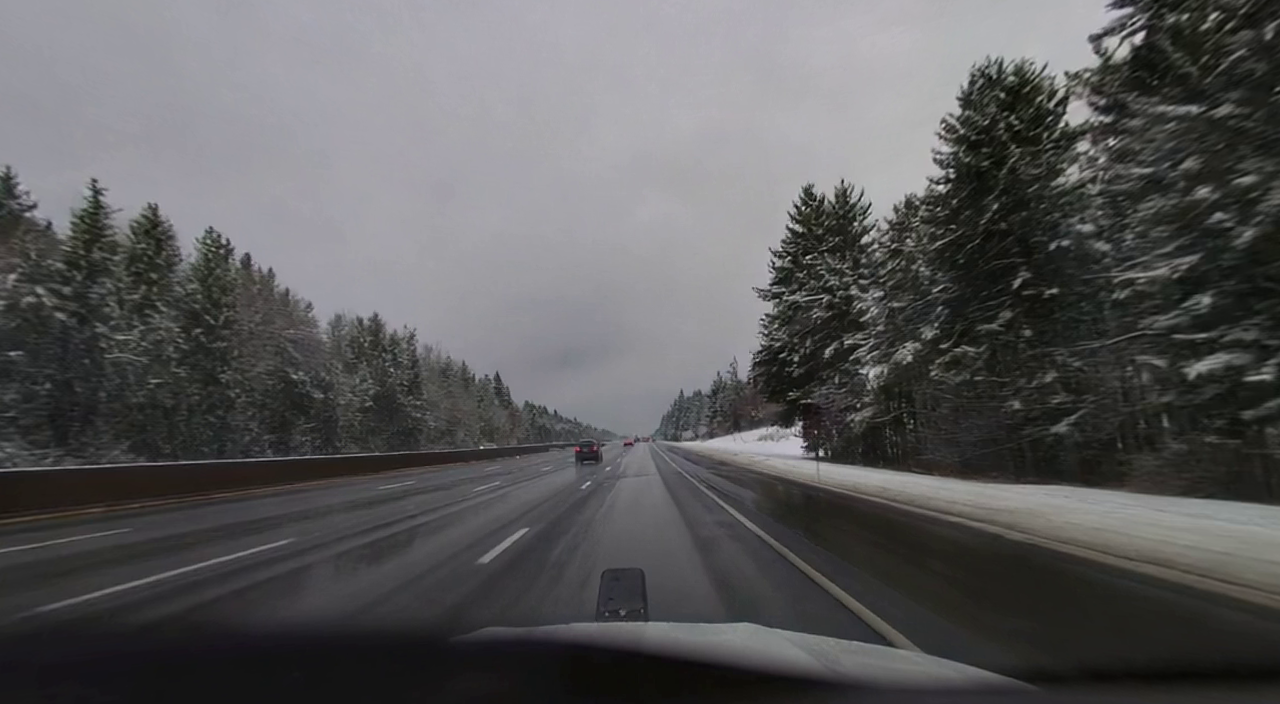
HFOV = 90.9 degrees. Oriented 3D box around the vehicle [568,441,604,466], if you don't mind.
[{"bbox_3d":[-3.547,6.712,41.890,1.993,1.589,3.898,0,-8,1],"label":"vehicle"}]
